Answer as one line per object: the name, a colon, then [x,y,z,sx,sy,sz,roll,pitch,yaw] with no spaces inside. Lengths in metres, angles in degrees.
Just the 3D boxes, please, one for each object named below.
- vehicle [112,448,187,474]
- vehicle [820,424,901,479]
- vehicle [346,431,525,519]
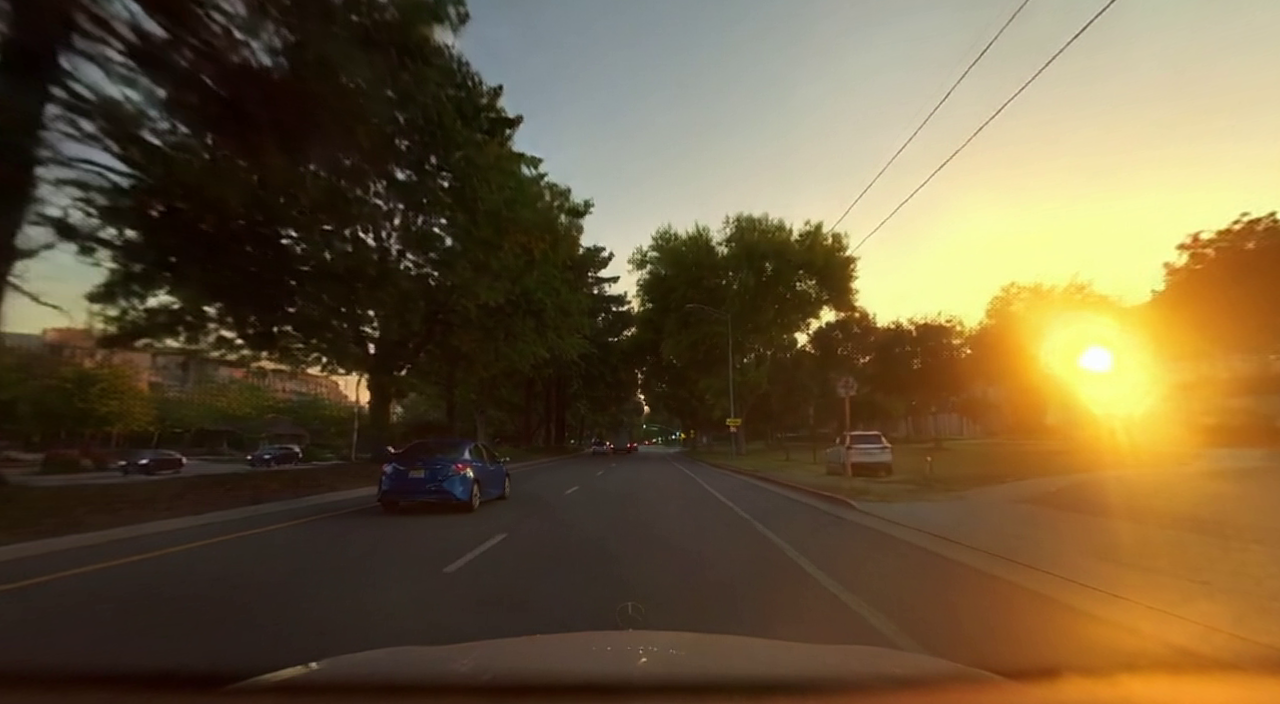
vehicle: [-31.859,7.060,41.066,1.811,1.550,3.710,0,-8,0]
vehicle: [7.243,3.285,20.985,1.594,1.688,2.861,0,-8,0]
vehicle: [-3.869,2.399,12.901,2.033,1.454,4.512,0,-8,2]
